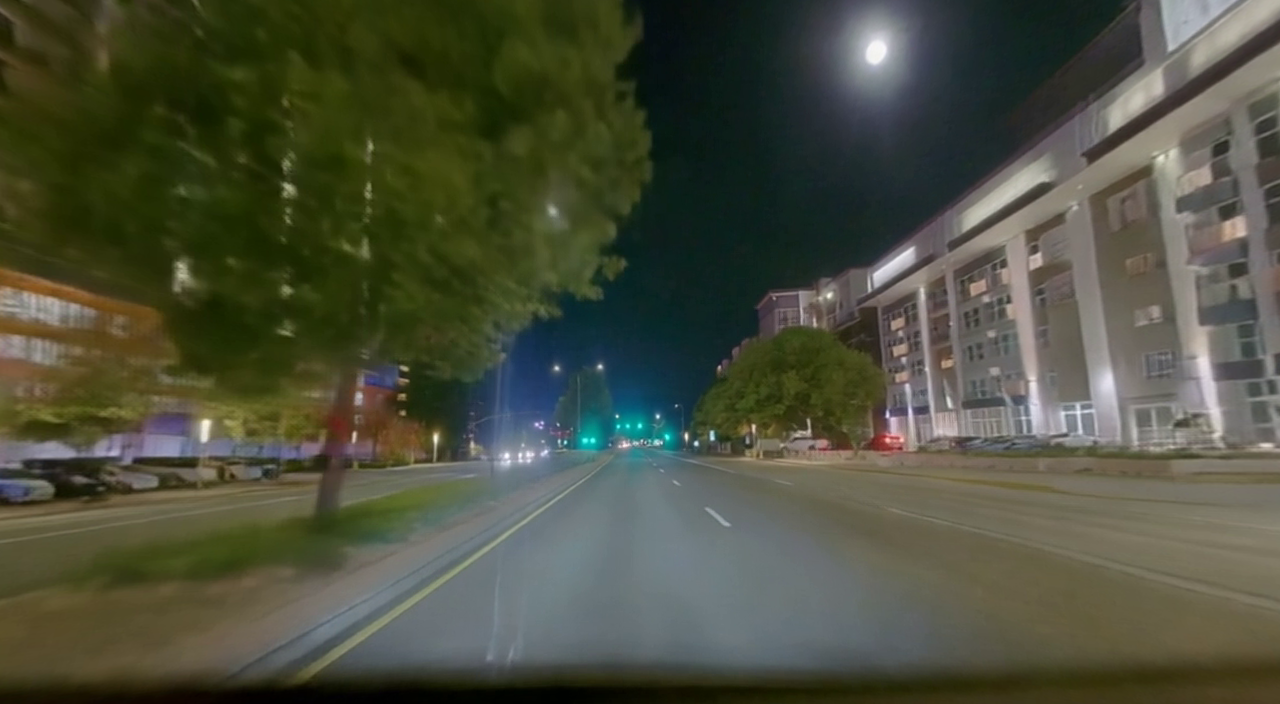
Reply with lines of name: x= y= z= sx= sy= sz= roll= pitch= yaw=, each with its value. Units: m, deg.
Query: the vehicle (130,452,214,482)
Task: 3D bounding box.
vehicle: x=-28.822 y=7.082 z=39.084 sx=1.989 sy=1.692 sz=4.362 roll=0 pitch=-9 yaw=-3

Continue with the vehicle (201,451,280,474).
vehicle: x=-30.374 y=8.427 z=48.106 sx=4.679 sy=1.661 sz=1.923 roll=0 pitch=-8 yaw=0

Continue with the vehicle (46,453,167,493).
vehicle: x=-25.474 y=5.758 z=30.430 sx=1.979 sy=1.652 sz=4.678 roll=0 pitch=-9 yaw=-5
